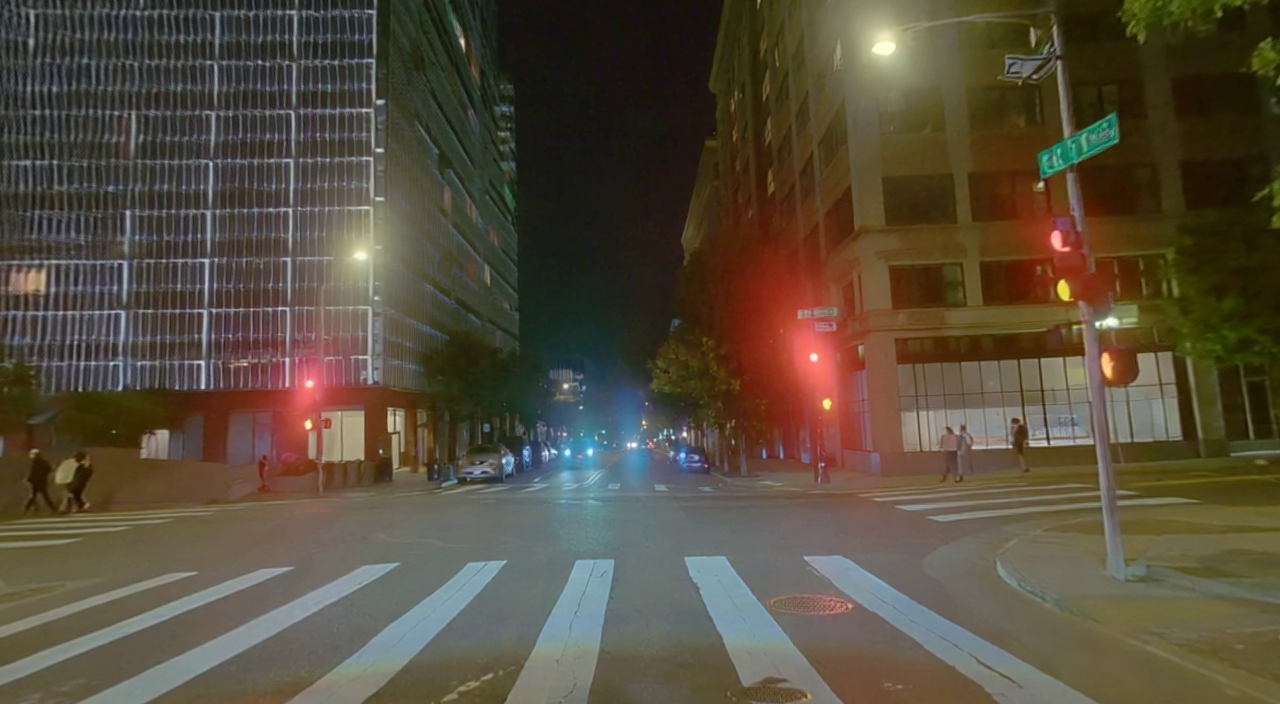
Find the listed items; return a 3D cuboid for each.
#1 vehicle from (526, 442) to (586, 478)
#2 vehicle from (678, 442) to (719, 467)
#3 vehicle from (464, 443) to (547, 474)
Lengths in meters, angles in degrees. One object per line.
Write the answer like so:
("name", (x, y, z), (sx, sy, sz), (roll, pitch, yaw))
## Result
("vehicle", (-3.673, 4.816, 28.462), (1.989, 1.481, 4.500), (0, -8, 1))
("vehicle", (3.536, 6.282, 38.862), (1.853, 1.426, 4.160), (1, -8, -3))
("vehicle", (-8.033, 6.369, 38.009), (1.963, 1.726, 4.526), (-8, -12, 44))
